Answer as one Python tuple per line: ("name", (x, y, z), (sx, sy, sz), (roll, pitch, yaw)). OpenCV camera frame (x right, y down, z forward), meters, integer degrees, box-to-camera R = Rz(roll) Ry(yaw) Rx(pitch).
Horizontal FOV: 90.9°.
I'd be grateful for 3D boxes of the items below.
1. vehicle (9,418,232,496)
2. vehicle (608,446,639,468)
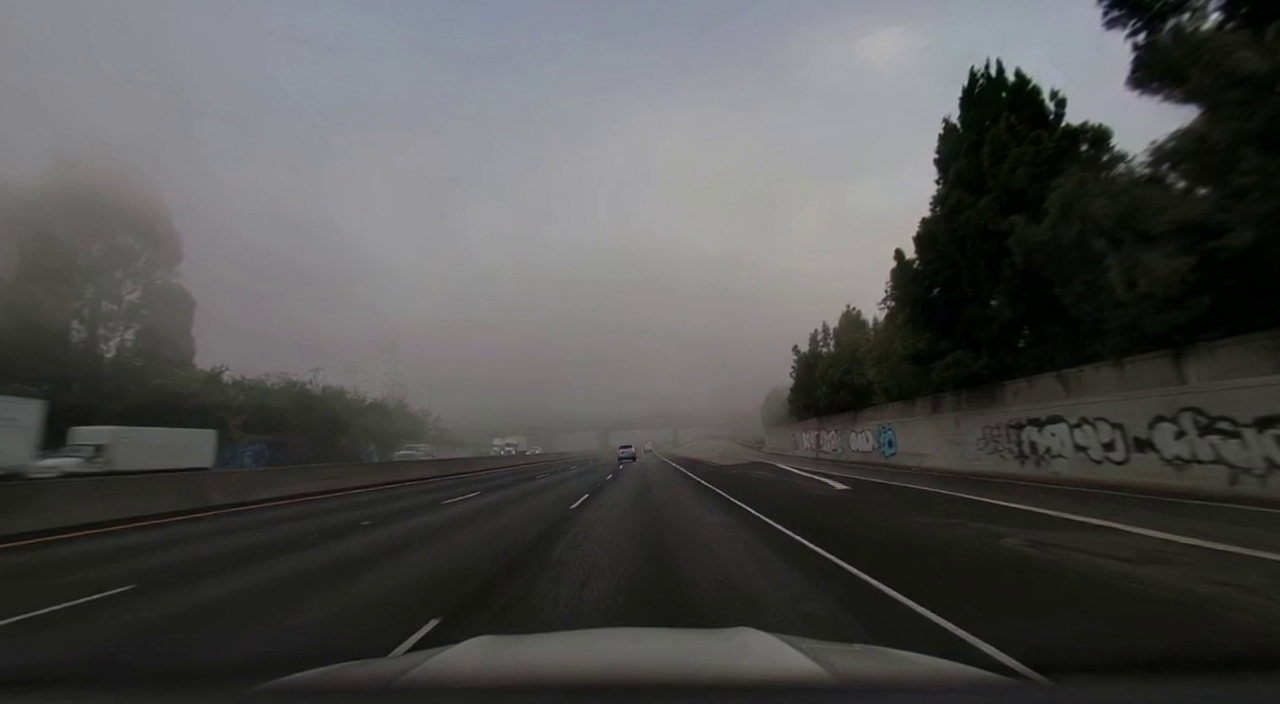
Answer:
("vehicle", (-20.217, 4.165, 25.297), (2.870, 2.654, 6.958), (0, -9, 1))
("vehicle", (-1.185, 7.728, 46.404), (2.041, 1.528, 4.353), (-1, -9, 2))
